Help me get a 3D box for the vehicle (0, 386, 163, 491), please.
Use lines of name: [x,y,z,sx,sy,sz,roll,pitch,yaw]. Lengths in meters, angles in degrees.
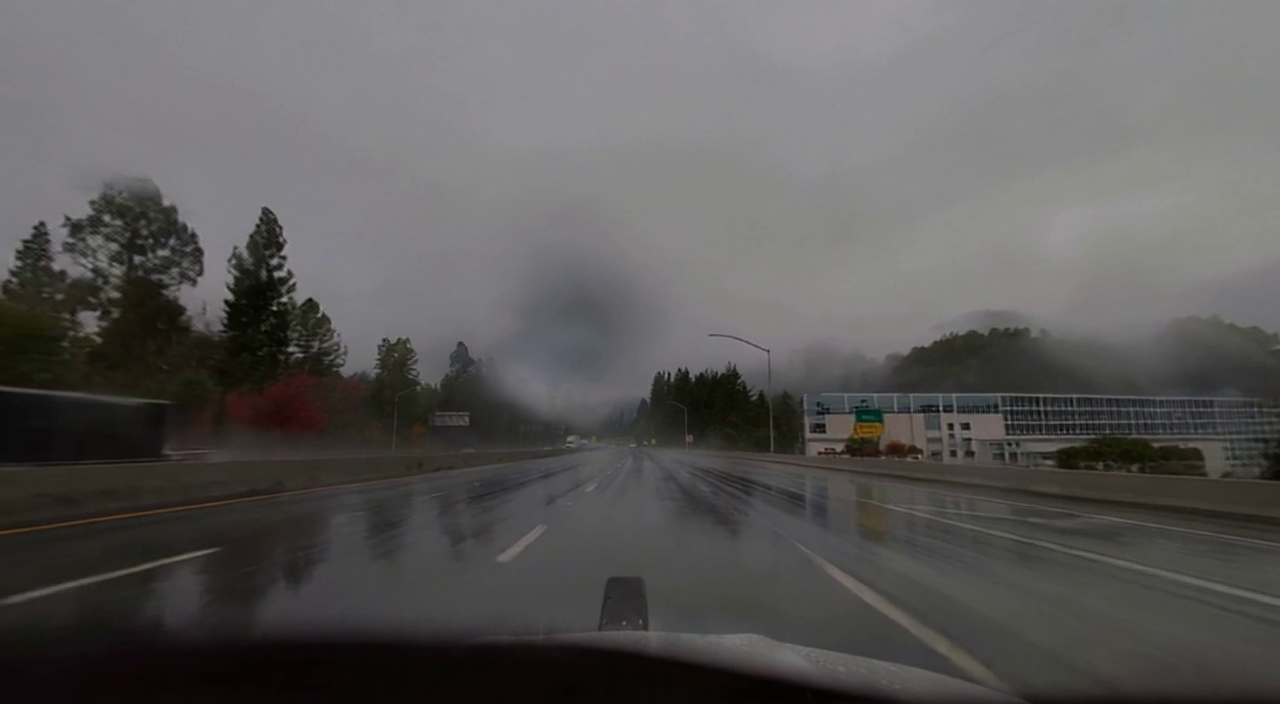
vehicle: [-26.333,3.607,26.153,2.833,4.035,12.987,0,-8,0]
